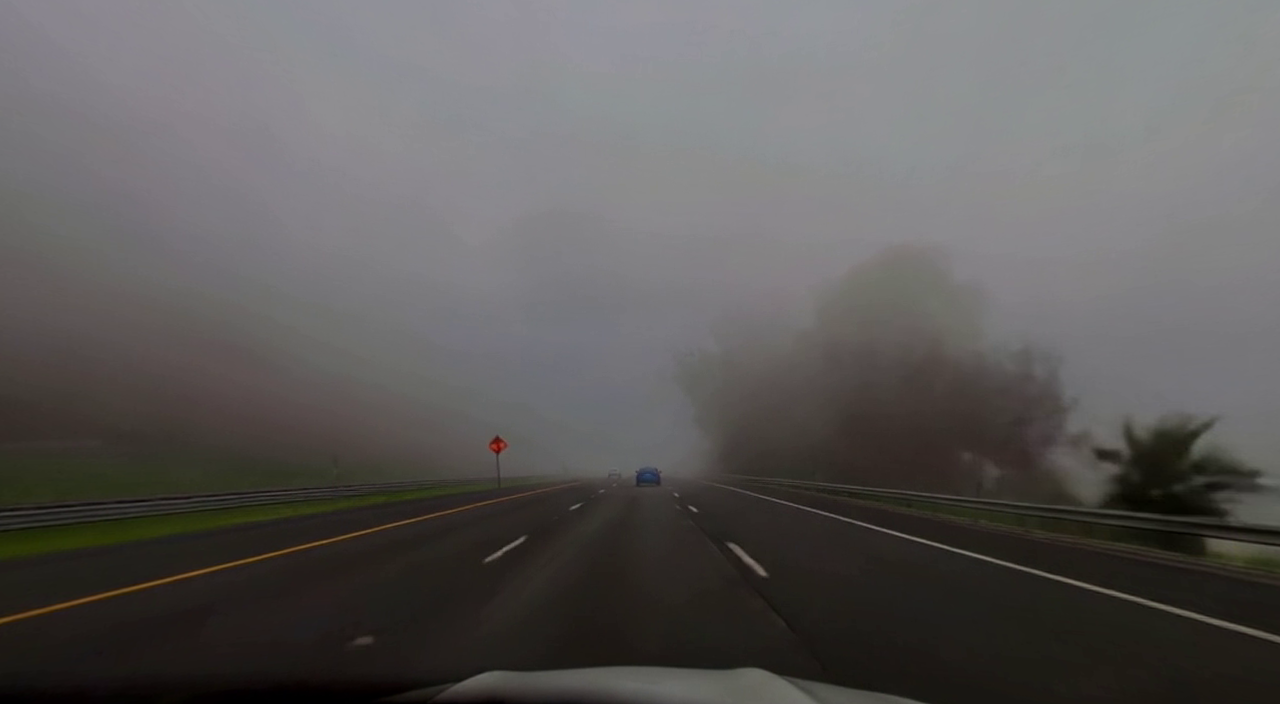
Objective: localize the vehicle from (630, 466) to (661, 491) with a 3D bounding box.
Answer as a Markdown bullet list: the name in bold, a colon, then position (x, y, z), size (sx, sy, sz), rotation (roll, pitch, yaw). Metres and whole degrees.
- **vehicle**: position (0.344, 8.462, 42.394), size (2.016, 1.530, 4.009), rotation (1, -10, 0)
